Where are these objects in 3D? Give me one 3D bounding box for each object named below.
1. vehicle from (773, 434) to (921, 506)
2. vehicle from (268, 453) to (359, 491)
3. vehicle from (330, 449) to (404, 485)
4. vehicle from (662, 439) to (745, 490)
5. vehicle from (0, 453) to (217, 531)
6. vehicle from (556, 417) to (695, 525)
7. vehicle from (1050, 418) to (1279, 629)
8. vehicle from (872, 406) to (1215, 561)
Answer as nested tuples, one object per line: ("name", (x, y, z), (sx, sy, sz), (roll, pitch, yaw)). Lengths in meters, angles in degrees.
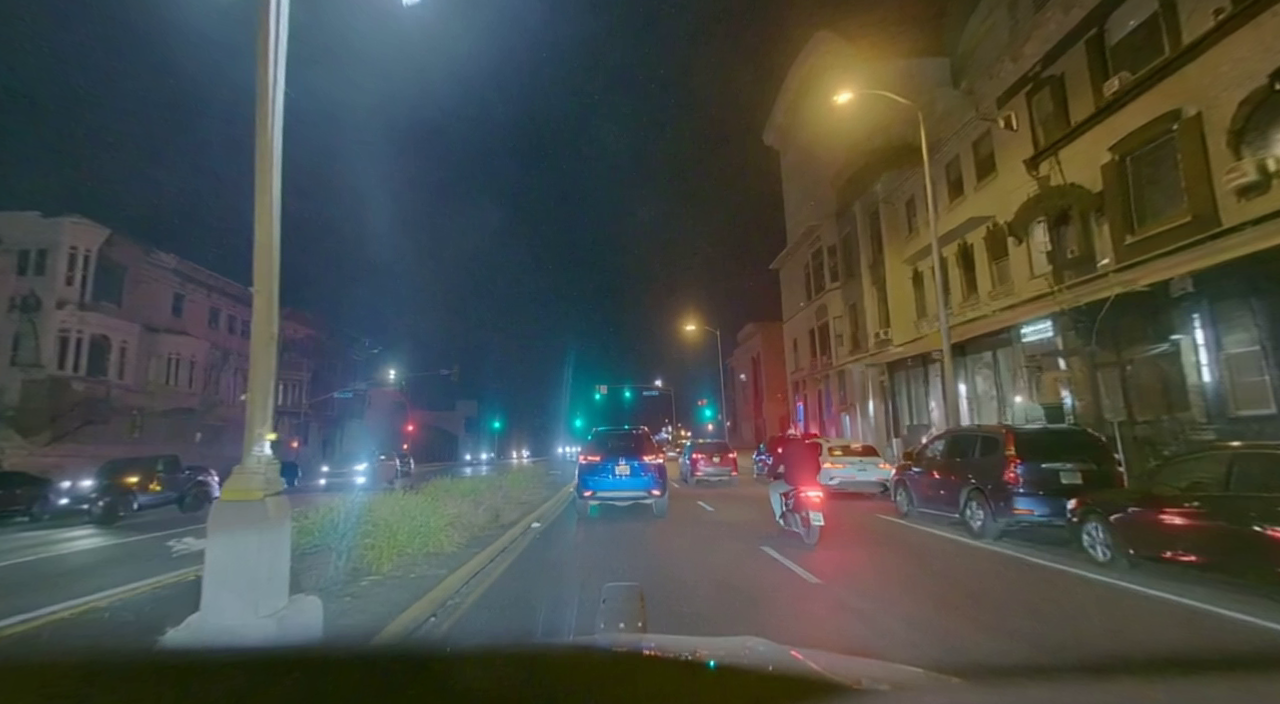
("vehicle", (4.985, 2.909, 16.018), (2.012, 1.532, 4.565), (0, -9, -3))
("vehicle", (-18.615, 6.831, 36.396), (2.400, 1.913, 6.066), (0, -9, -4))
("vehicle", (-15.237, 6.391, 35.486), (2.267, 1.831, 4.702), (0, -9, -4))
("vehicle", (1.976, 3.704, 21.193), (2.101, 1.507, 4.355), (0, -9, -3))
("vehicle", (-13.883, 3.607, 16.916), (1.880, 1.702, 4.719), (0, -9, -2))
("vehicle", (-0.300, 2.265, 12.467), (2.265, 1.748, 4.130), (0, -9, -2))
("vehicle", (5.552, 1.248, 4.604), (1.801, 1.516, 4.868), (0, -9, 0))
("vehicle", (5.361, 1.796, 9.272), (2.094, 1.719, 4.150), (0, -9, -3))
